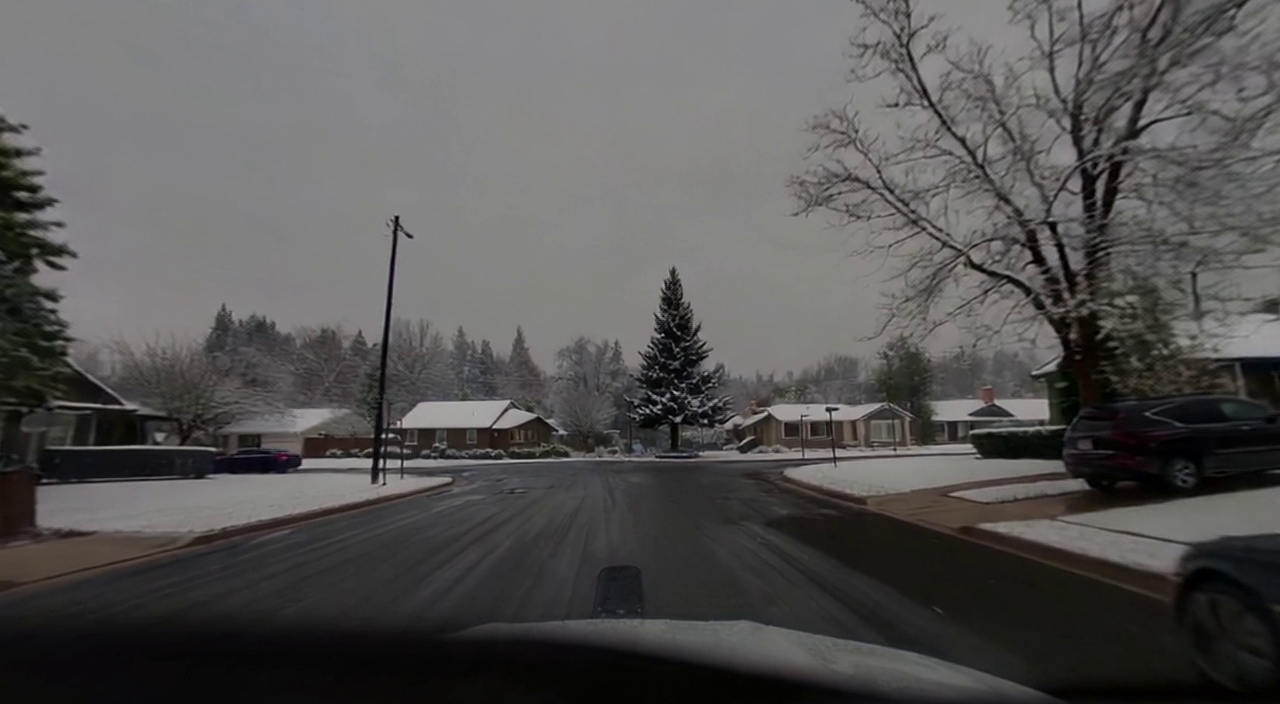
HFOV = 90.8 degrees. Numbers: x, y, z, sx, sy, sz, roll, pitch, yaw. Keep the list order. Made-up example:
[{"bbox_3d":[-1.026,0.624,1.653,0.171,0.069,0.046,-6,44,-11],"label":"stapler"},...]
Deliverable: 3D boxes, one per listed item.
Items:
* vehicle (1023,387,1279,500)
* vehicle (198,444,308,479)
[{"bbox_3d":[10.627,1.721,12.224,4.888,1.807,2.224,-3,-8,0],"label":"vehicle"},{"bbox_3d":[-20.876,5.919,34.227,4.594,1.778,2.055,0,-8,0],"label":"vehicle"}]
